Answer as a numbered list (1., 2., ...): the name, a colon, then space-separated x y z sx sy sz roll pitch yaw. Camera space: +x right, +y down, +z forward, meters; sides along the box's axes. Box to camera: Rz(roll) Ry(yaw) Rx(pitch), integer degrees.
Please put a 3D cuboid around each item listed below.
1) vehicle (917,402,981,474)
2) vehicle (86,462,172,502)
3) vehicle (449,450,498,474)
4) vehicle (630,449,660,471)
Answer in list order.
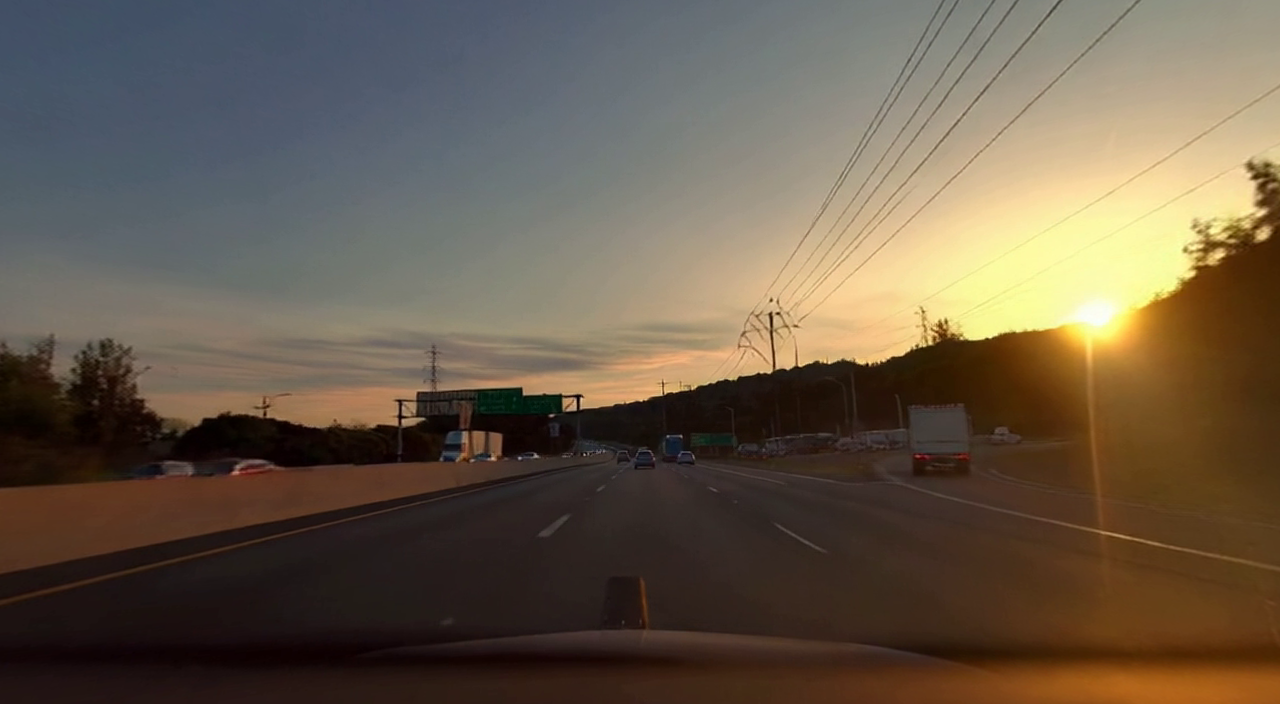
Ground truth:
1. vehicle: 20.922 5.947 43.028 3.327 4.408 8.189 -4 -10 24
2. vehicle: -33.418 8.454 41.481 2.029 2.231 6.297 3 -9 -17
3. vehicle: -11.231 7.423 42.863 1.950 1.505 4.757 0 -9 1
4. vehicle: 0.383 8.072 47.291 2.111 1.599 3.859 0 -9 1
